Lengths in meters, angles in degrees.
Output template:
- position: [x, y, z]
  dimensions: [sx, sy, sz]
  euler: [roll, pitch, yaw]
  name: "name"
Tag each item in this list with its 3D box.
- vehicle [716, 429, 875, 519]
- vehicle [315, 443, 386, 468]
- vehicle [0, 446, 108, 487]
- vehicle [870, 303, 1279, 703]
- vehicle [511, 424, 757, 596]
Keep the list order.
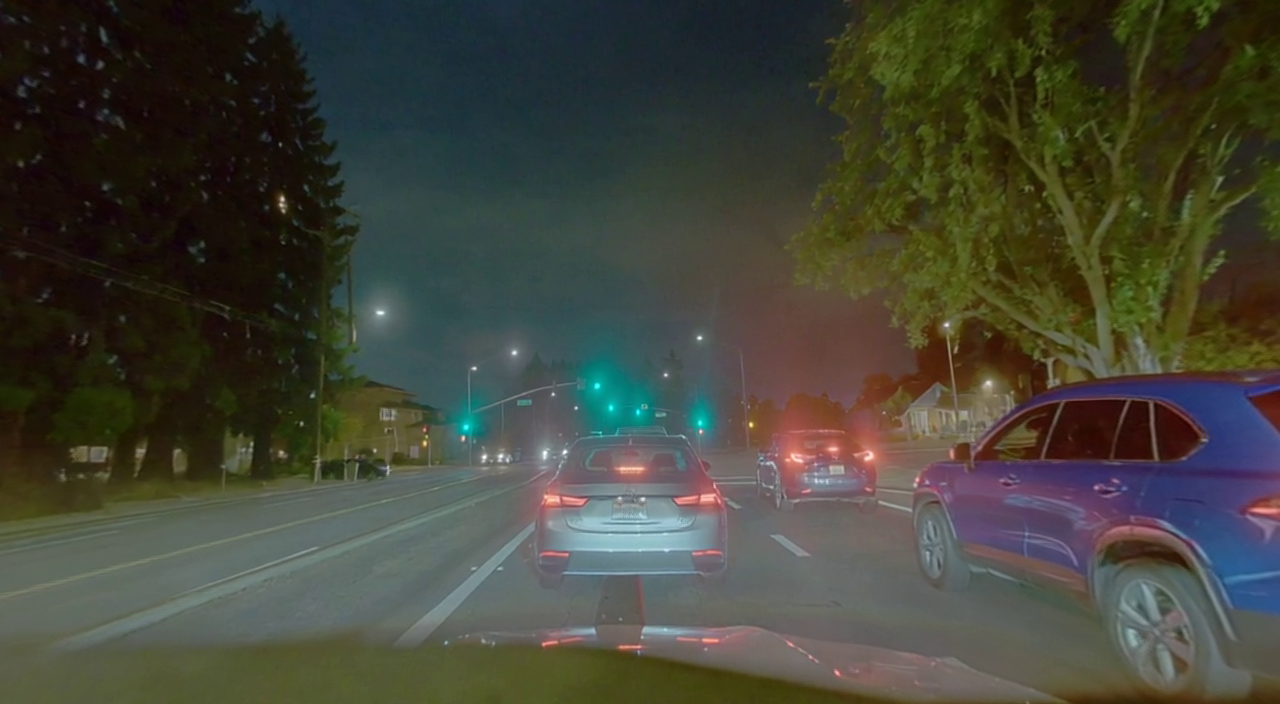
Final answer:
- position: [2.951, 2.432, 13.146]
  dimensions: [1.971, 1.517, 4.521]
  euler: [0, -8, -2]
  name: "vehicle"
- position: [-19.909, 7.149, 43.585]
  dimensions: [3.957, 1.630, 1.881]
  euler: [0, -8, 0]
  name: "vehicle"
- position: [-22.531, 4.220, 23.436]
  dimensions: [4.092, 1.438, 1.639]
  euler: [0, -8, 1]
  name: "vehicle"
- position: [3.364, 0.973, 4.140]
  dimensions: [2.006, 1.766, 4.345]
  euler: [0, -8, -1]
  name: "vehicle"
- position: [-0.098, 1.713, 7.760]
  dimensions: [2.186, 1.500, 4.141]
  euler: [0, -8, -1]
  name: "vehicle"
